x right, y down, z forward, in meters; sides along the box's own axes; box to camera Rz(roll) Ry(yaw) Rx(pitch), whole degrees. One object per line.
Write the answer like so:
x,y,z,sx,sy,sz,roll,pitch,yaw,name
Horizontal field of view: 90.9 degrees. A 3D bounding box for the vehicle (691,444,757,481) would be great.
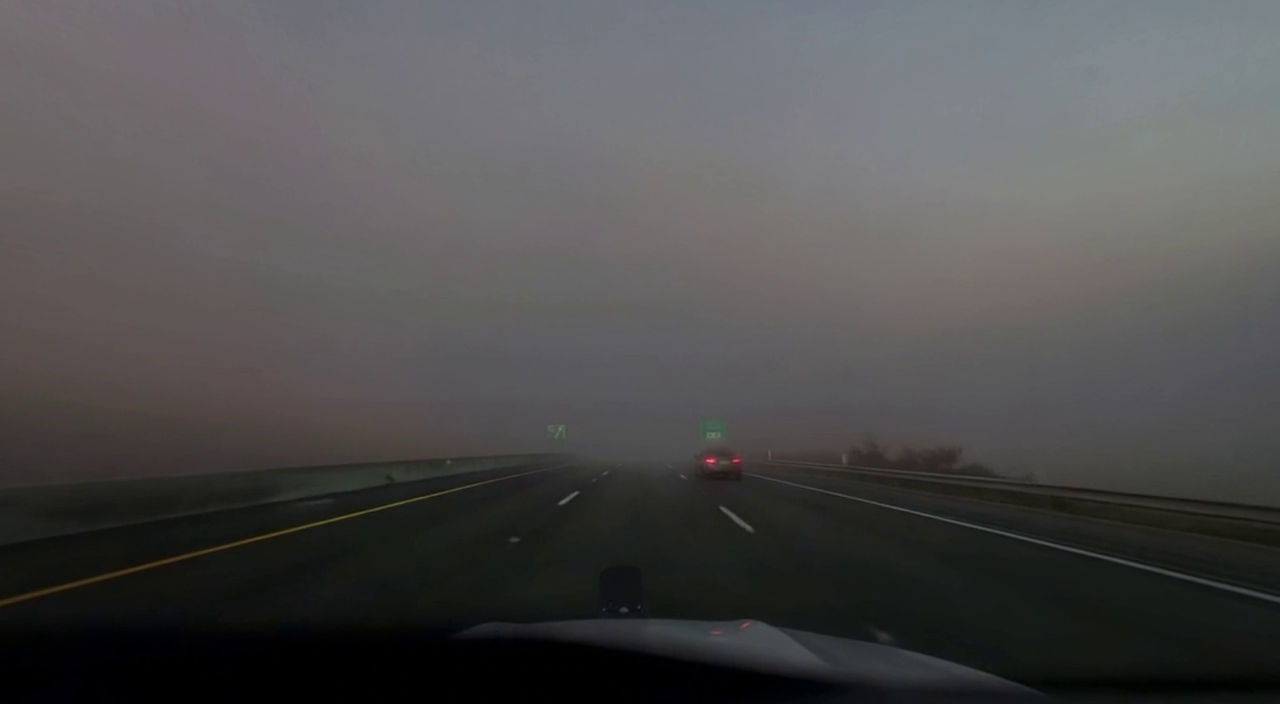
3.511,4.726,27.375,2.193,1.462,4.533,0,-8,-1,vehicle
